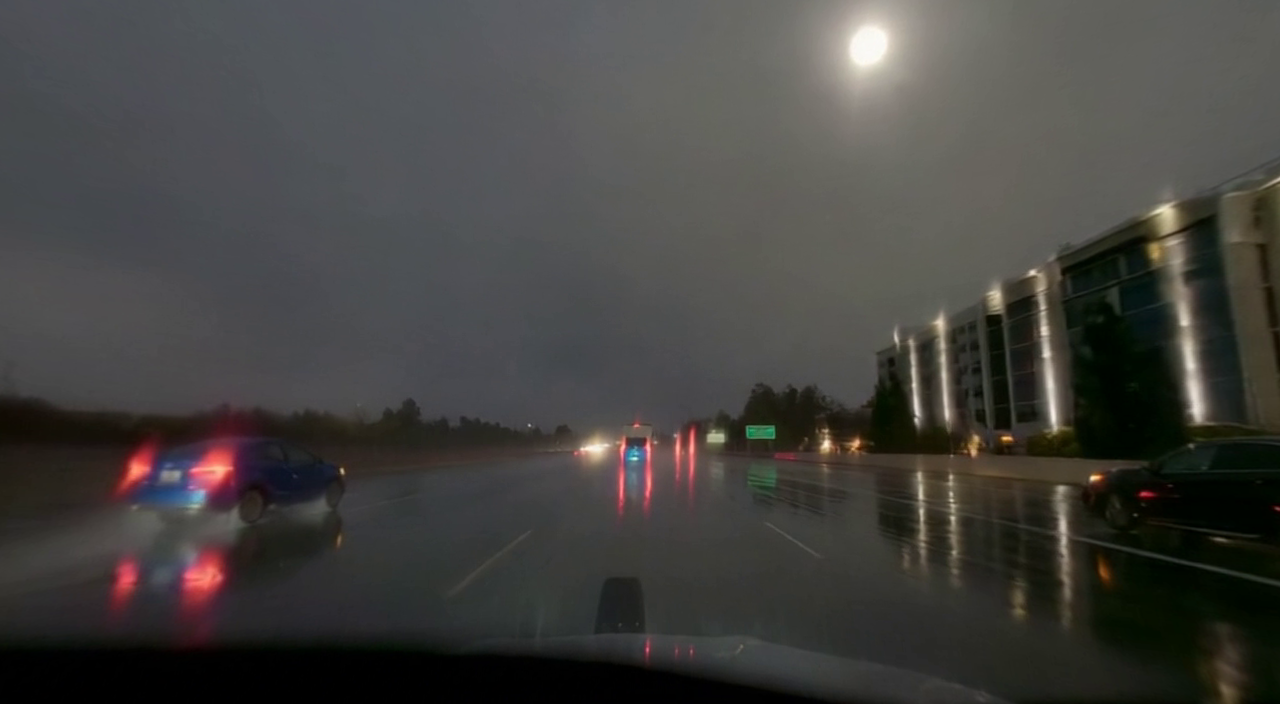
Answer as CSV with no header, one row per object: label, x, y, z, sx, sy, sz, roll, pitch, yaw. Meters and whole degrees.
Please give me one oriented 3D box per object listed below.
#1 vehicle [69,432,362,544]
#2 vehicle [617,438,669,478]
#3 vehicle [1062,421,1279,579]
vehicle,-6.645,2.137,10.615,1.978,1.477,4.239,0,-8,0
vehicle,0.108,4.450,26.693,2.036,1.542,3.891,0,-8,0
vehicle,7.108,1.514,6.668,1.937,1.498,4.710,0,-8,-1
